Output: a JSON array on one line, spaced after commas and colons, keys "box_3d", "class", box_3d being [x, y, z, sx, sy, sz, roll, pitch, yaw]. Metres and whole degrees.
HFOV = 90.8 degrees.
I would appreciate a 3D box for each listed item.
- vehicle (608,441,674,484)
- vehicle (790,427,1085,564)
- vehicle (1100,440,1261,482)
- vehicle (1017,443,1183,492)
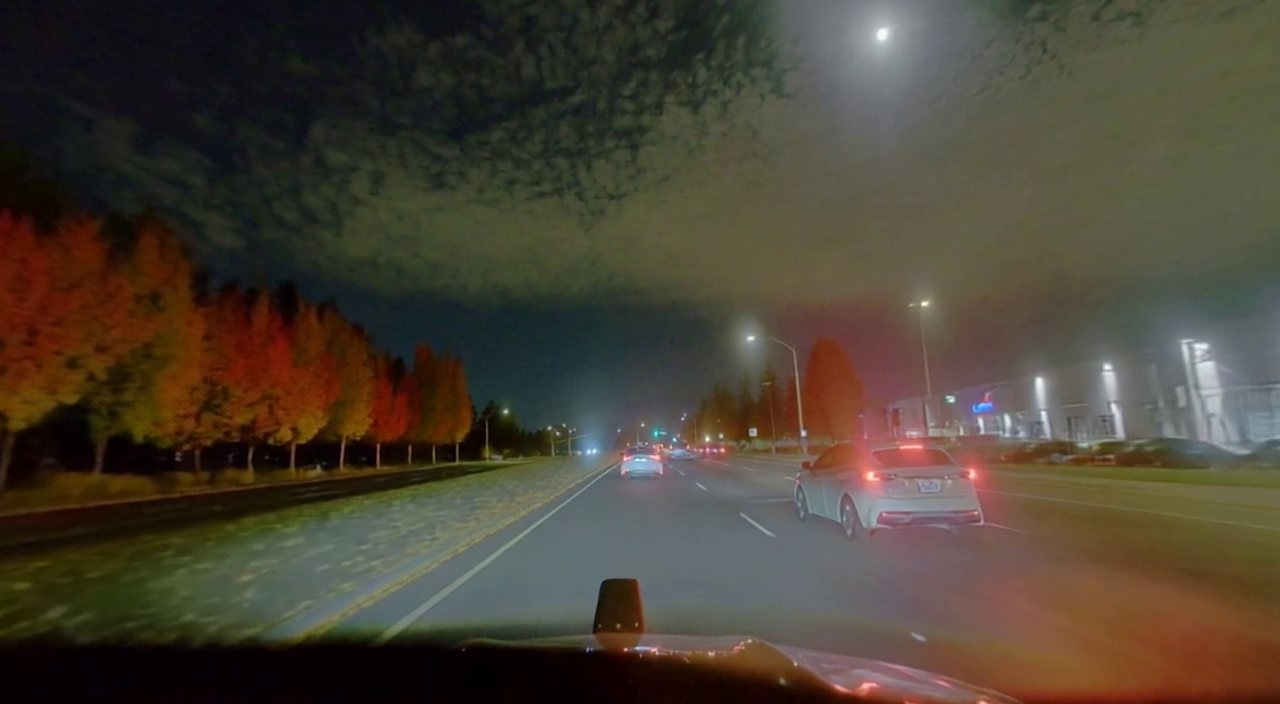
[{"box_3d": [-0.014, 4.197, 24.280, 2.289, 1.471, 4.477, 0, -9, -1], "class": "vehicle"}, {"box_3d": [3.774, 1.892, 9.112, 2.094, 1.480, 4.323, 0, -9, -1], "class": "vehicle"}, {"box_3d": [21.170, 4.266, 25.097, 1.902, 1.457, 4.912, 0, -9, -2], "class": "vehicle"}, {"box_3d": [14.653, 3.677, 20.540, 2.023, 1.417, 4.486, 0, -9, 0], "class": "vehicle"}]
